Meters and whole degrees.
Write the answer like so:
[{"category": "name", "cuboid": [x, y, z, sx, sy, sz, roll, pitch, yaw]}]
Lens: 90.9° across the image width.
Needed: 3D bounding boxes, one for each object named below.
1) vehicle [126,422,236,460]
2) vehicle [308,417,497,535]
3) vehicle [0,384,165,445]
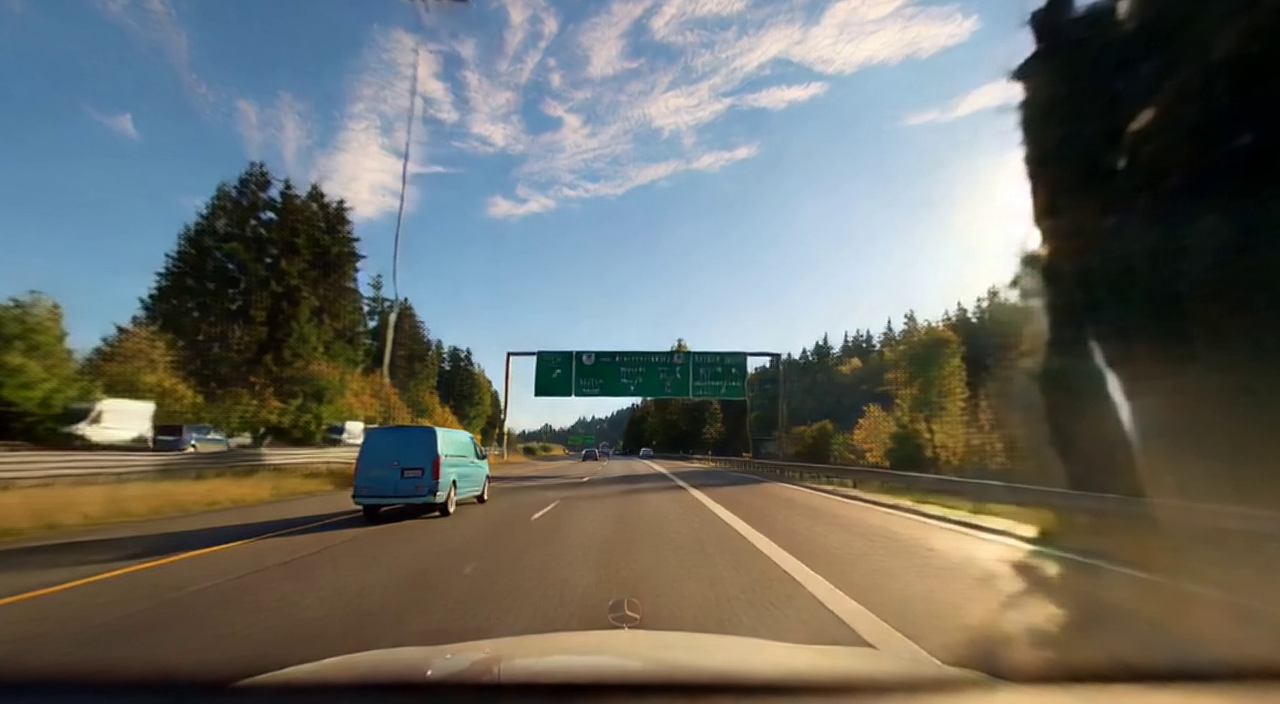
[{"category": "vehicle", "cuboid": [-19.152, 3.771, 26.496, 1.879, 1.492, 3.607, 0, -9, 0]}, {"category": "vehicle", "cuboid": [-4.168, 2.249, 11.980, 1.971, 1.795, 4.389, 0, -9, -2]}, {"category": "vehicle", "cuboid": [-37.562, 4.439, 42.109, 2.733, 3.471, 11.809, 0, -9, -2]}]
